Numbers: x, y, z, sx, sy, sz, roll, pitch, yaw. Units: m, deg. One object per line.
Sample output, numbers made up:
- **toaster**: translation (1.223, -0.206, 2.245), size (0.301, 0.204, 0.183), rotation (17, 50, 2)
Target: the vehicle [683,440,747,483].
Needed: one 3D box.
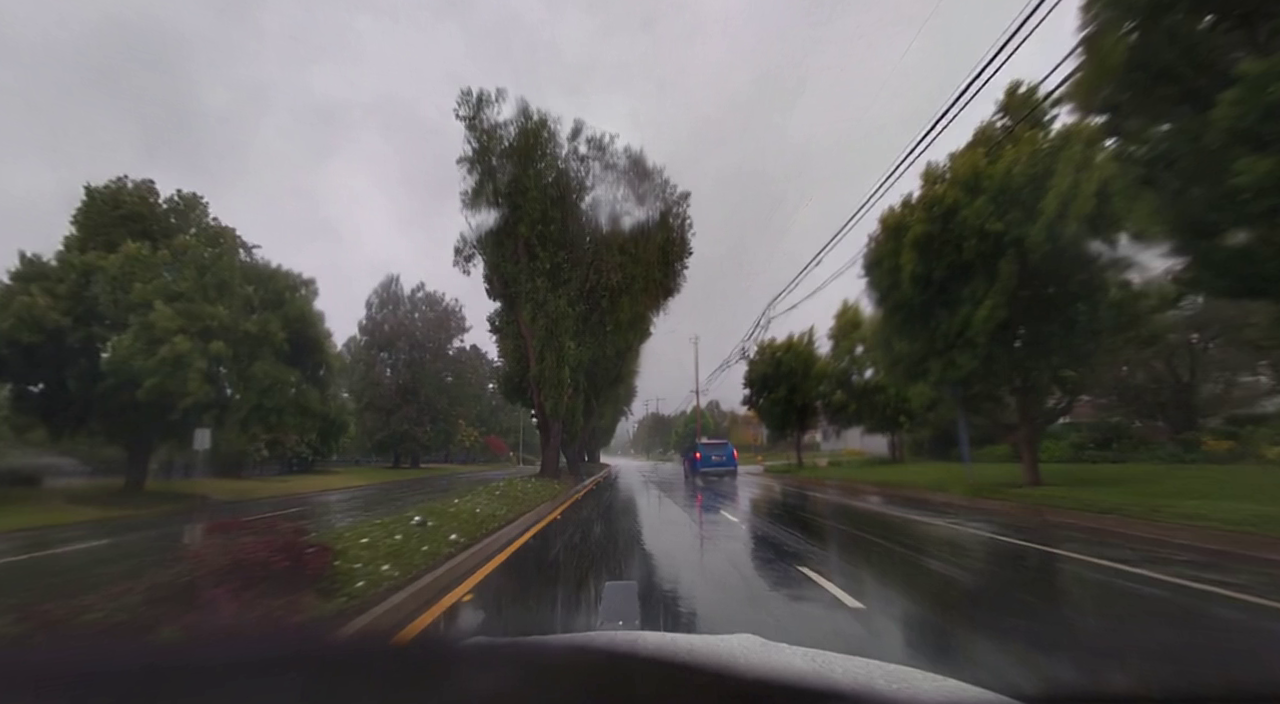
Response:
- **vehicle**: translation (3.333, 4.990, 29.106), size (2.193, 1.777, 4.772), rotation (0, -9, -2)
